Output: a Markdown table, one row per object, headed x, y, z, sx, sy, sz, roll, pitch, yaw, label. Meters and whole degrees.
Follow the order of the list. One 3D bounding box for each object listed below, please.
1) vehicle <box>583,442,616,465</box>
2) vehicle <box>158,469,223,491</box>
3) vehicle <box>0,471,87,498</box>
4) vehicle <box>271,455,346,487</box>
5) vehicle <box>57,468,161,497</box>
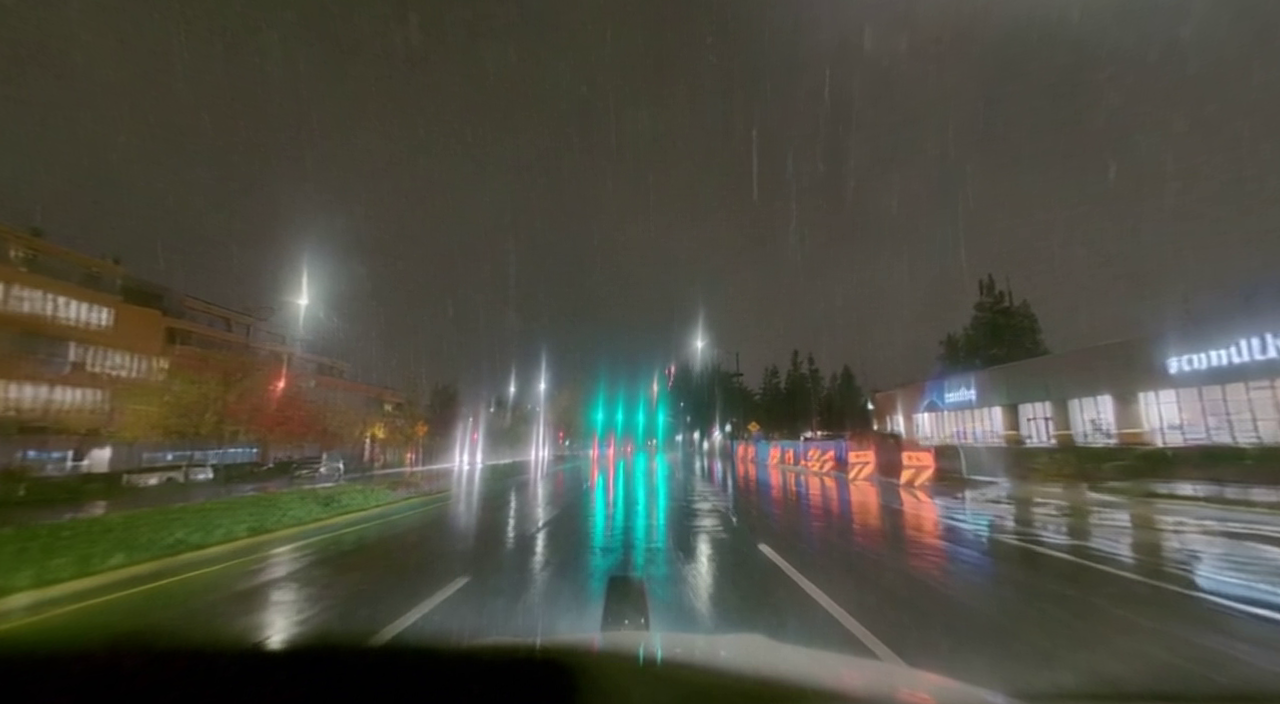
| x | y | z | sx | sy | sz | roll | pitch | yaw | label |
| --- | --- | --- | --- | --- | --- | --- | --- | --- | --- |
| -2.672 | 6.746 | 41.959 | 1.926 | 1.442 | 4.231 | 0 | -8 | 0 | vehicle |
| -32.923 | 9.389 | 46.191 | 3.576 | 1.407 | 1.583 | -1 | -8 | 3 | vehicle |
| -43.373 | 9.598 | 45.728 | 4.731 | 1.606 | 1.838 | -3 | -9 | 0 | vehicle |
| -21.811 | 7.789 | 41.705 | 2.262 | 1.703 | 4.728 | -5 | -9 | 3 | vehicle |
| -33.303 | 8.183 | 39.631 | 4.764 | 1.448 | 1.876 | -3 | -8 | -3 | vehicle |
